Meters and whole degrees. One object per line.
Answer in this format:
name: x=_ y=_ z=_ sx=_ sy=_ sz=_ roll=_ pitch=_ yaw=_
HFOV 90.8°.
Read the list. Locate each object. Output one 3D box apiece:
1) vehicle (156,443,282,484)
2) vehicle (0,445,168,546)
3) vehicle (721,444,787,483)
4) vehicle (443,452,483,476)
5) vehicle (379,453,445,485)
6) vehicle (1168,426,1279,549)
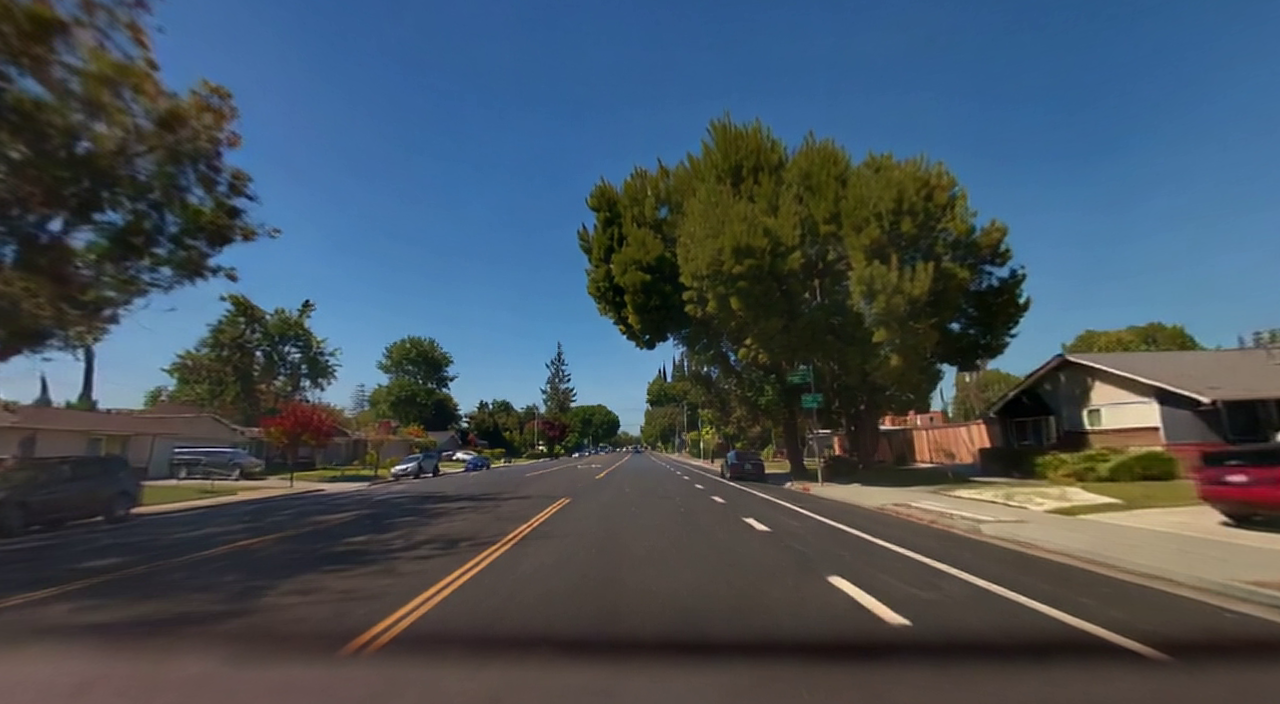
vehicle: x=-19.966 y=5.292 z=30.146 sx=4.461 sy=1.886 sz=2.072 roll=0 pitch=-8 yaw=-1
vehicle: x=-12.634 y=2.932 z=13.279 sx=2.049 sy=1.782 sz=4.460 roll=-4 pitch=-8 yaw=0
vehicle: x=4.699 y=4.668 z=26.821 sx=1.925 sy=1.482 sz=4.746 roll=0 pitch=-9 yaw=0
vehicle: x=-12.647 y=8.009 z=45.366 sx=1.775 sy=1.516 sz=4.304 roll=-3 pitch=-8 yaw=-1
vehicle: x=-12.311 y=6.318 z=34.413 sx=1.940 sy=1.452 sz=4.485 roll=-3 pitch=-9 yaw=1
vehicle: x=10.163 y=1.758 z=8.378 sx=4.501 sy=1.502 sz=1.975 roll=0 pitch=-9 yaw=0
